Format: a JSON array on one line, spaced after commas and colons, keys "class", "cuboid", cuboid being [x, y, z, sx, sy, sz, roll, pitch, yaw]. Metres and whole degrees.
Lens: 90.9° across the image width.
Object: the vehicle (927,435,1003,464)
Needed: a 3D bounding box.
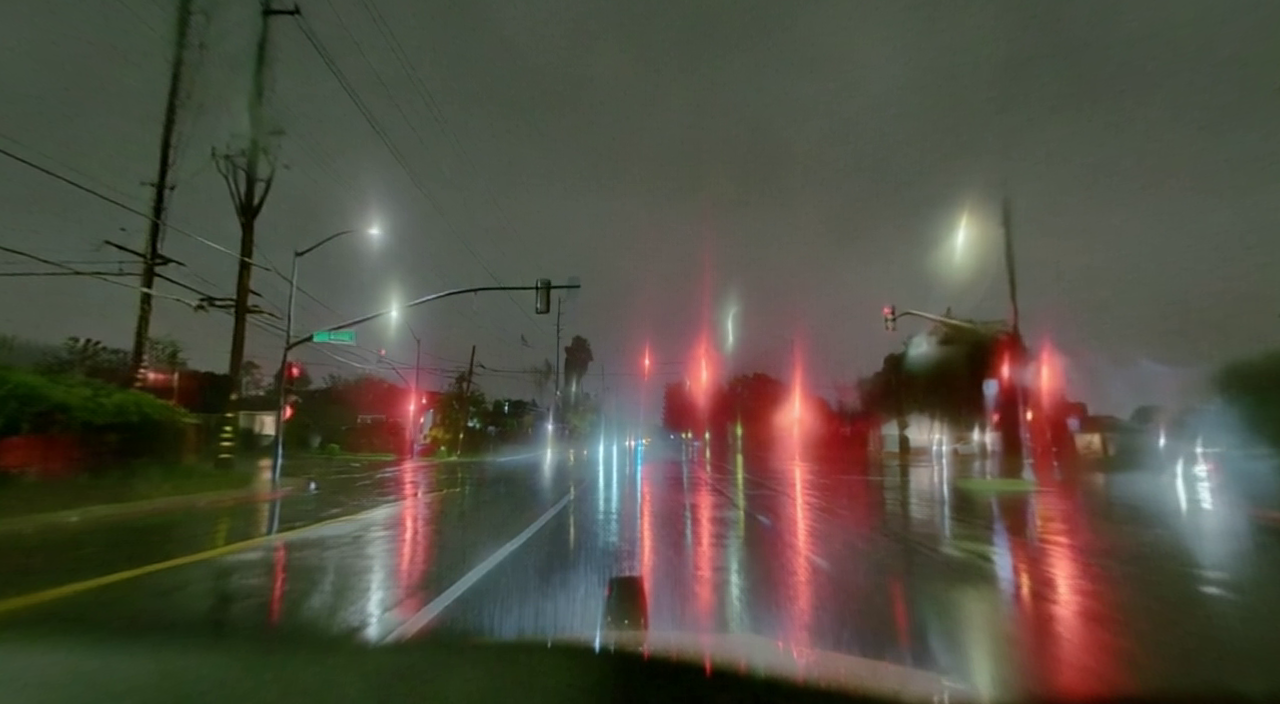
[{"class": "vehicle", "cuboid": [23.005, 6.938, 44.887, 2.030, 1.927, 4.853, 2, -9, -13]}]
